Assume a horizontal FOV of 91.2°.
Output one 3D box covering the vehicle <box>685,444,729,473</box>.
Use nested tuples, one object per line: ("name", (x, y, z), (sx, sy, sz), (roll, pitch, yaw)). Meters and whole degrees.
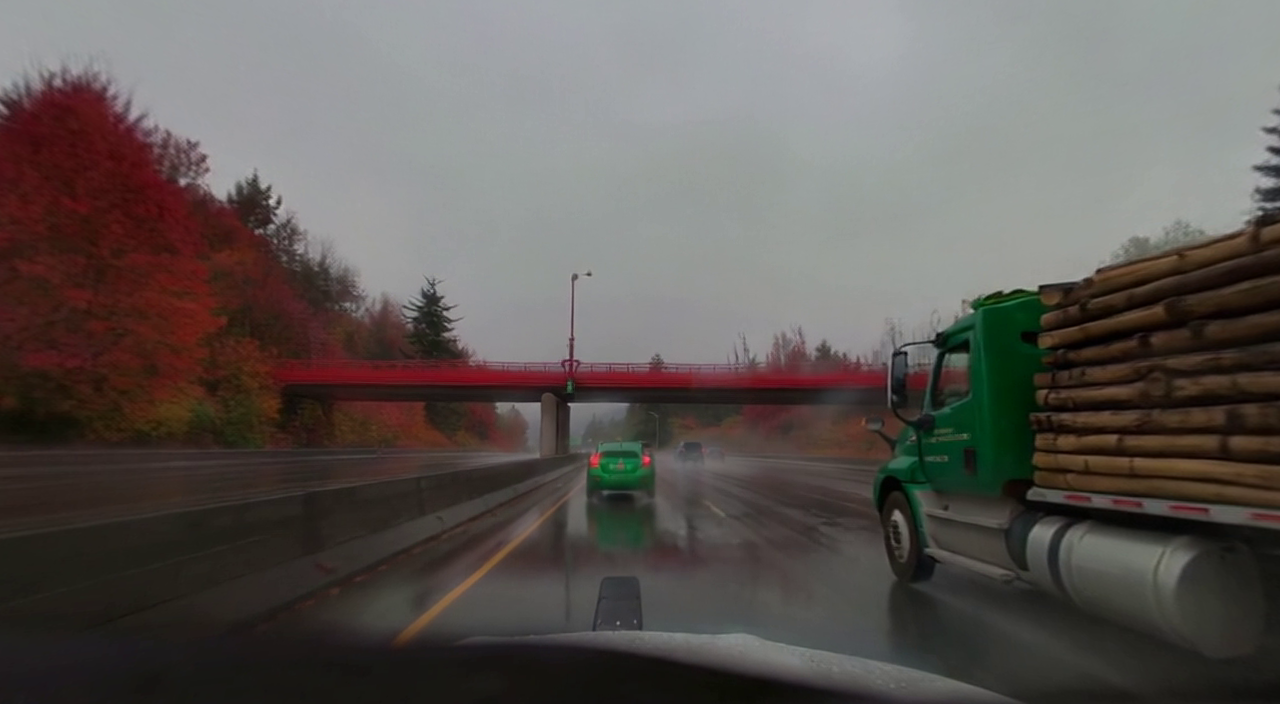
("vehicle", (3.686, 5.931, 35.145), (1.894, 1.487, 3.751), (0, -9, -2))

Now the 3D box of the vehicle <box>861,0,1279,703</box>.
("vehicle", (4.168, -0.186, 2.835), (2.992, 3.920, 8.831), (0, -9, 0))

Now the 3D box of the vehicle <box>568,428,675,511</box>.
("vehicle", (-0.401, 2.783, 15.227), (2.259, 1.699, 4.015), (0, -9, 0))
